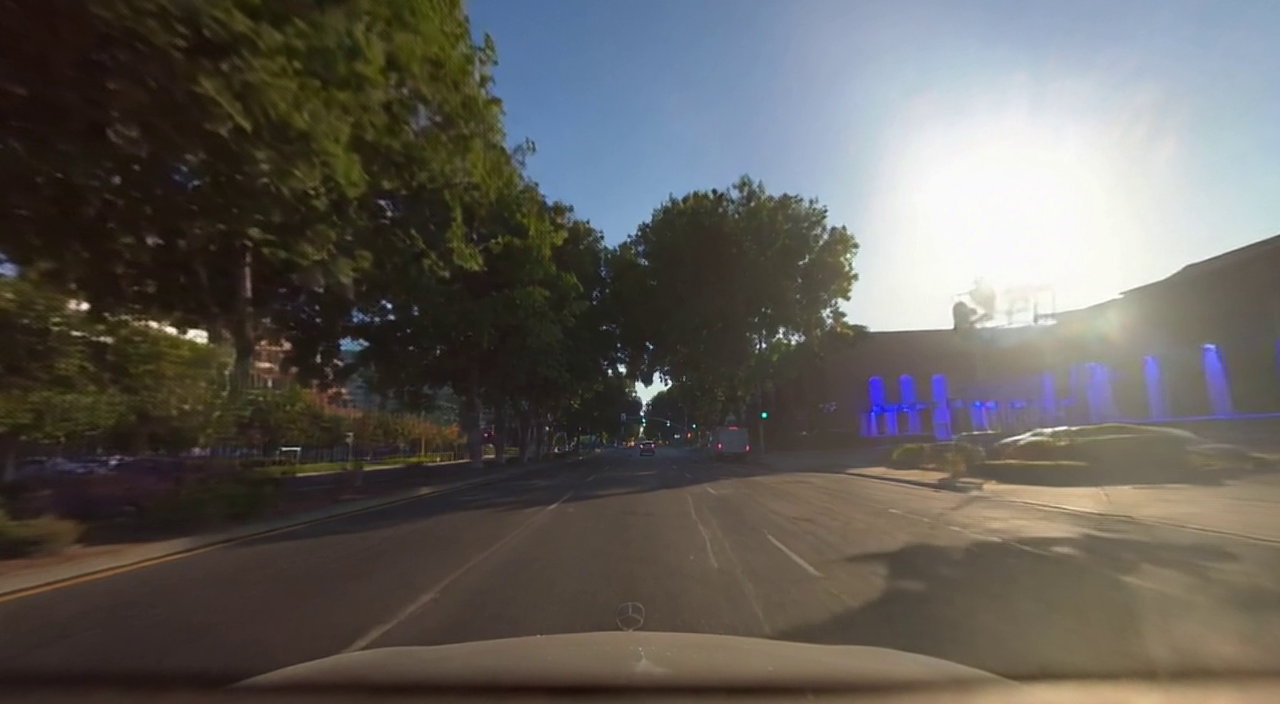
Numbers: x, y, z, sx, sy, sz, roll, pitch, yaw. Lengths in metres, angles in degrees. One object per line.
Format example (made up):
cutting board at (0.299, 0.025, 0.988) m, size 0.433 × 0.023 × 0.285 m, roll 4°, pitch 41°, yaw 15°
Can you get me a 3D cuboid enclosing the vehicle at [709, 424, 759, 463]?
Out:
vehicle at (6.731, 6.624, 45.781) m, size 2.762 × 2.607 × 6.182 m, roll 0°, pitch -8°, yaw 1°
